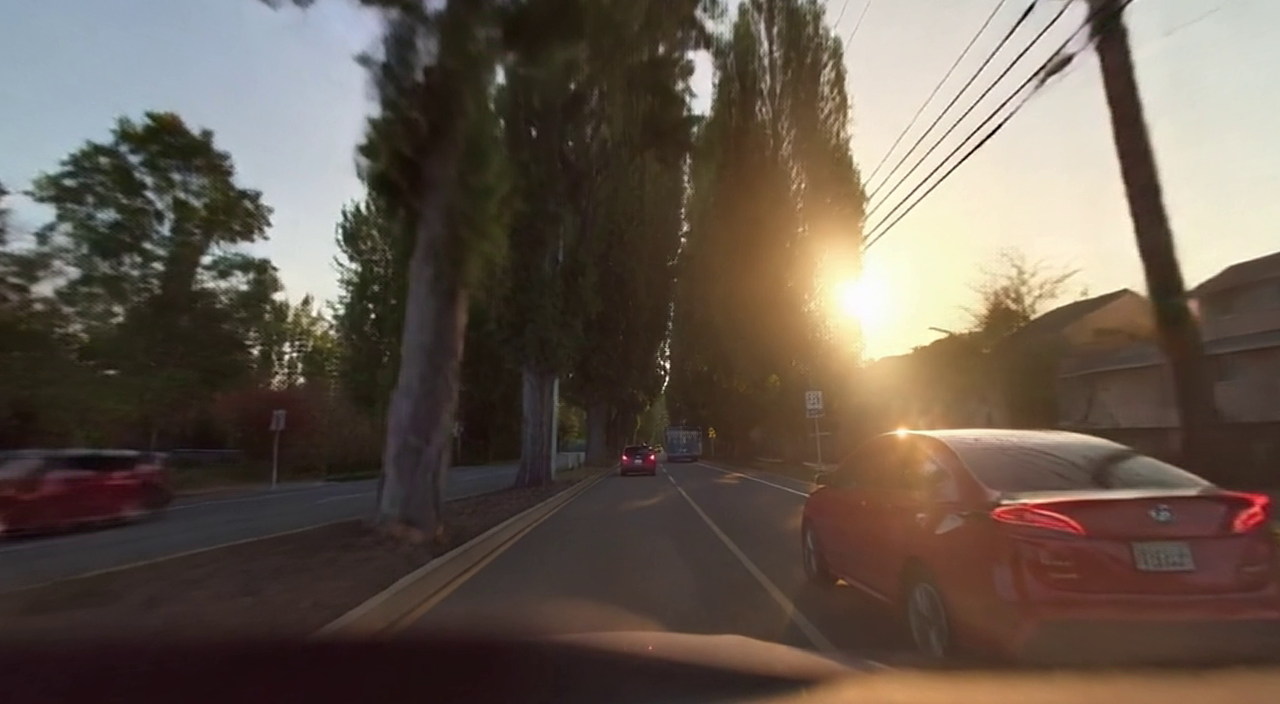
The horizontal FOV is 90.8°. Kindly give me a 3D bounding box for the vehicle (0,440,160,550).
[{"bbox_3d":[-11.449,2.492,11.371,1.951,1.795,4.579,0,-9,0],"label":"vehicle"}]

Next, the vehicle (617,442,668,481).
[{"bbox_3d":[0.077,4.643,27.091,2.018,1.511,3.993,0,-9,0],"label":"vehicle"}]
